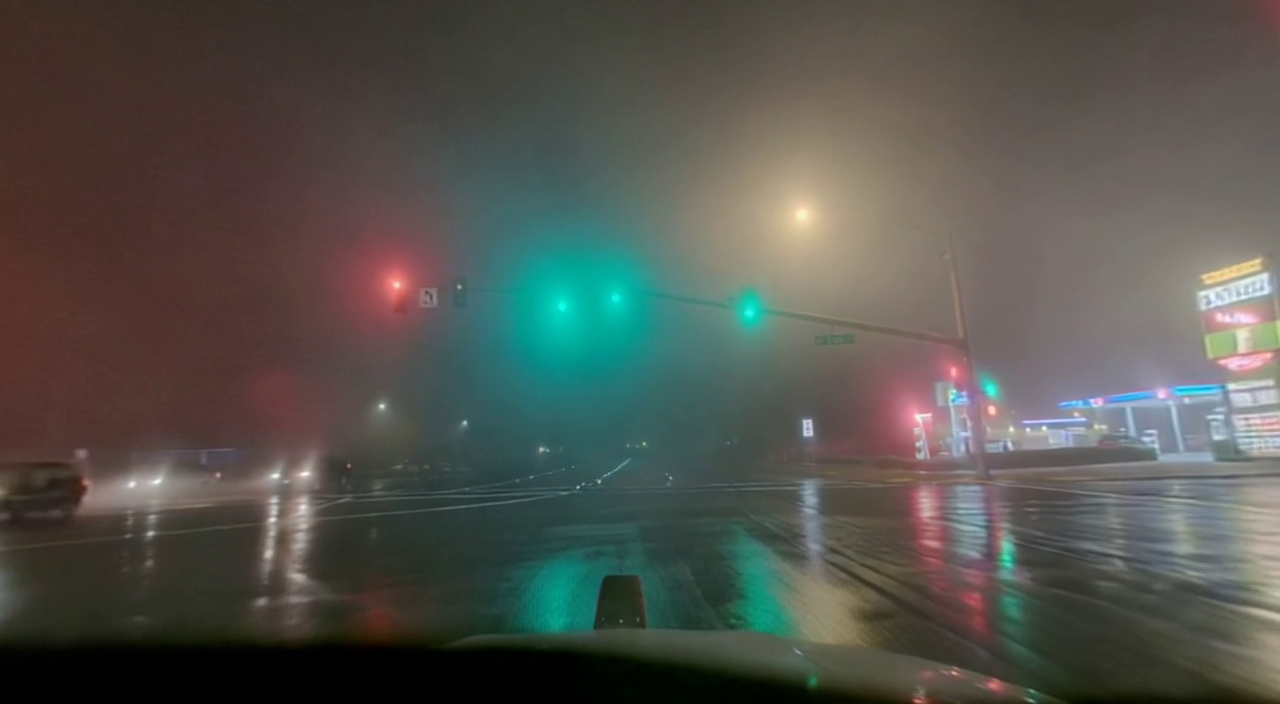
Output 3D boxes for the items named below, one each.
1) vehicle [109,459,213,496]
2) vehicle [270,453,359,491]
[{"bbox_3d":[-24.956,6.547,33.178,2.098,1.684,4.388,0,-9,-2],"label":"vehicle"},{"bbox_3d":[-15.410,5.664,30.183,2.053,1.598,4.336,0,-9,-2],"label":"vehicle"}]
